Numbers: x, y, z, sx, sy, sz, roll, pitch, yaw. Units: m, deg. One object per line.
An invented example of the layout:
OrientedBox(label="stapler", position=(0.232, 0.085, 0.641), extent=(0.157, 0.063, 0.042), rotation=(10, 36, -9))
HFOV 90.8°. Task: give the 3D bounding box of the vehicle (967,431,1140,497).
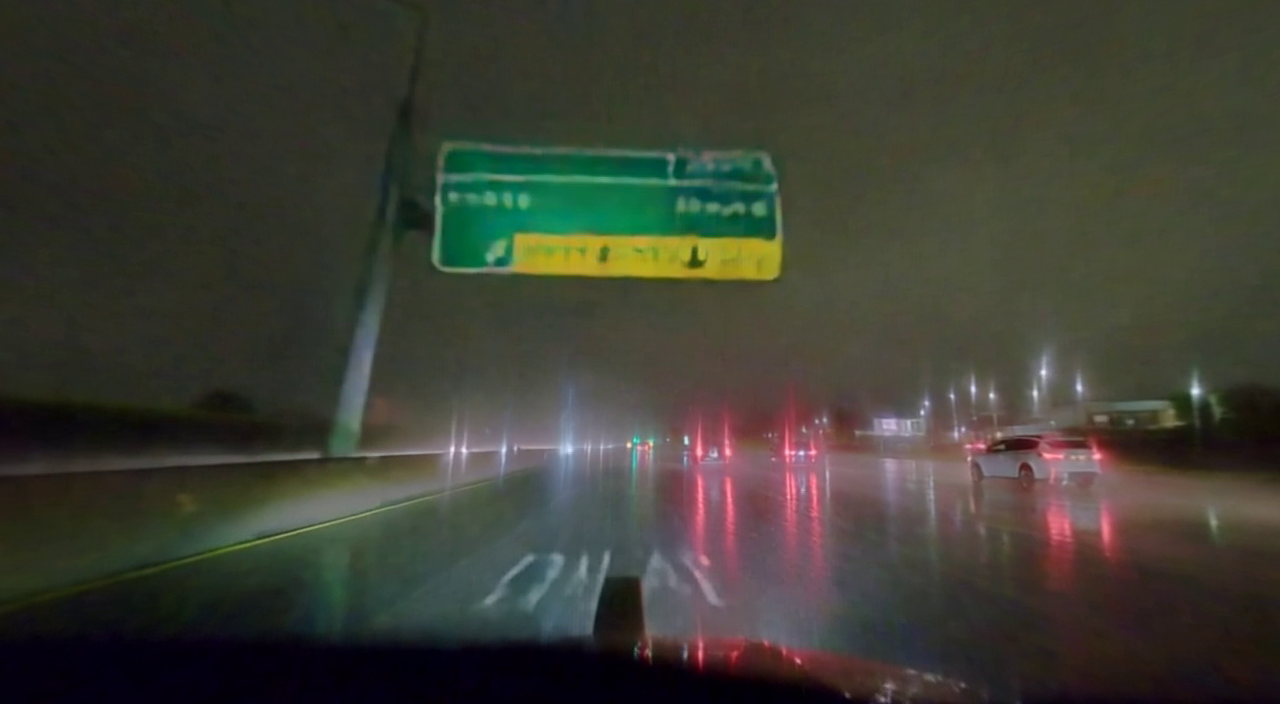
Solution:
OrientedBox(label="vehicle", position=(10.886, 2.964, 17.069), extent=(1.844, 1.560, 4.085), rotation=(0, -9, -1))

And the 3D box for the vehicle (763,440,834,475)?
OrientedBox(label="vehicle", position=(7.051, 4.731, 28.542), extent=(1.952, 1.442, 4.259), rotation=(0, -9, -2))

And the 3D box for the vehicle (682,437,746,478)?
OrientedBox(label="vehicle", position=(3.034, 4.445, 26.873), extent=(1.977, 1.601, 4.598), rotation=(0, -9, -2))
